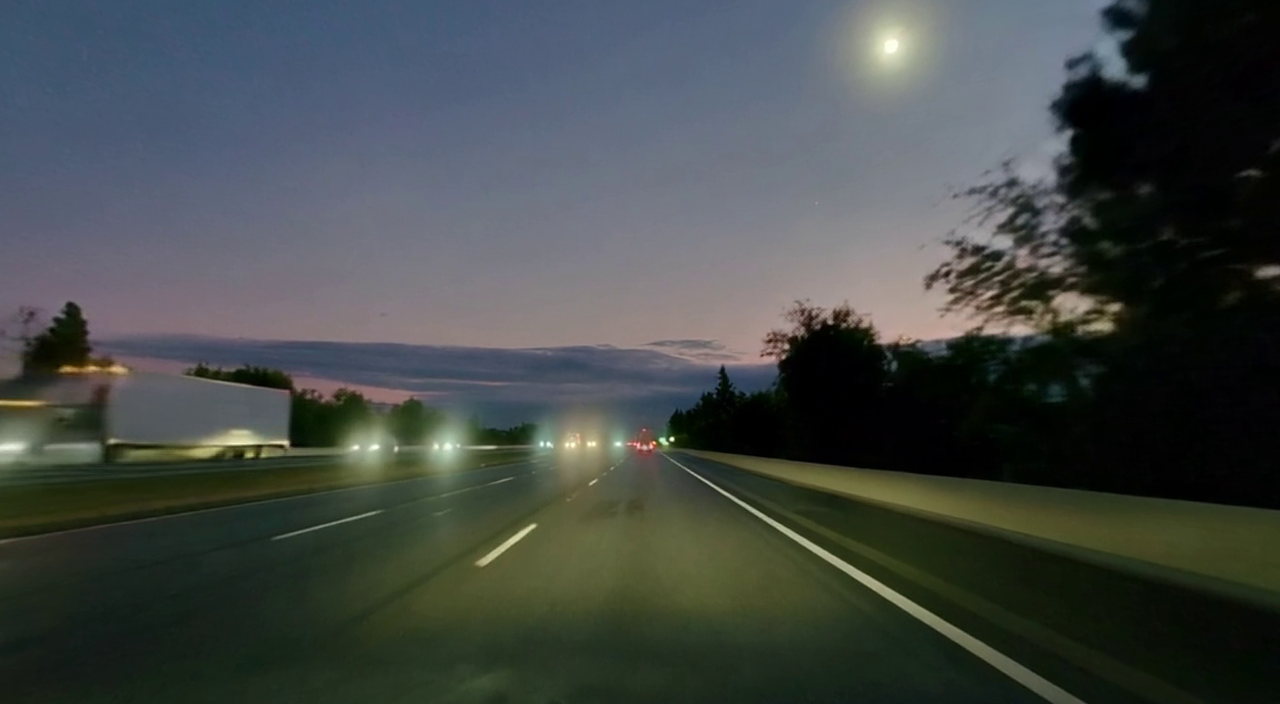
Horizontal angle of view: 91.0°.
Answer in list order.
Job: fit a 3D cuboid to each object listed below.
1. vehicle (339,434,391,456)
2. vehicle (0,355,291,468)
[{"bbox_3d":[-19.931,6.777,45.736,1.811,1.484,4.430,0,-8,0],"label":"vehicle"},{"bbox_3d":[-24.106,3.427,31.969,2.942,4.261,16.900,0,-8,0],"label":"vehicle"}]
